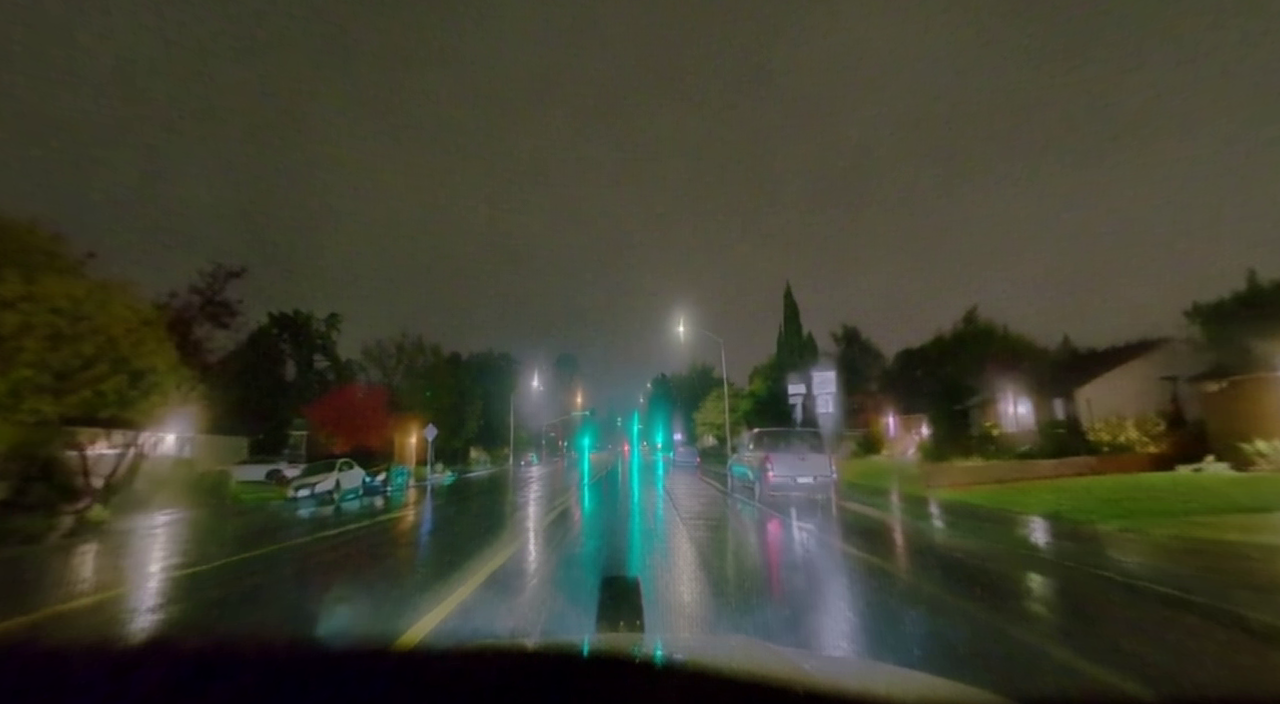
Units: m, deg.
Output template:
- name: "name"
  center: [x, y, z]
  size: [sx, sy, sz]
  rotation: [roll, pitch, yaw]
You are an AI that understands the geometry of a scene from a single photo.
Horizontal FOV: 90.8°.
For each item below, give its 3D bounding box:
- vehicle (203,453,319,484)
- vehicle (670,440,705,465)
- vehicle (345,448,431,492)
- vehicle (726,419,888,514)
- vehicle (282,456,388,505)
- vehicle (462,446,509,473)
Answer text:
- name: "vehicle"
  center: [-19.387, 5.956, 32.480]
  size: [4.569, 1.498, 2.072]
  rotation: [0, -9, 0]
- name: "vehicle"
  center: [3.585, 7.726, 48.822]
  size: [2.176, 1.793, 5.534]
  rotation: [0, -9, -1]
- name: "vehicle"
  center: [-11.108, 5.188, 28.267]
  size: [1.981, 1.790, 4.682]
  rotation: [0, -9, -2]
- name: "vehicle"
  center: [3.837, 2.793, 15.981]
  size: [2.319, 1.938, 5.961]
  rotation: [0, -9, -2]
- name: "vehicle"
  center: [-11.090, 4.657, 23.380]
  size: [1.815, 1.532, 4.517]
  rotation: [0, -9, -2]
- name: "vehicle"
  center: [-11.190, 7.791, 46.064]
  size: [2.293, 1.836, 4.586]
  rotation: [0, -8, -1]
